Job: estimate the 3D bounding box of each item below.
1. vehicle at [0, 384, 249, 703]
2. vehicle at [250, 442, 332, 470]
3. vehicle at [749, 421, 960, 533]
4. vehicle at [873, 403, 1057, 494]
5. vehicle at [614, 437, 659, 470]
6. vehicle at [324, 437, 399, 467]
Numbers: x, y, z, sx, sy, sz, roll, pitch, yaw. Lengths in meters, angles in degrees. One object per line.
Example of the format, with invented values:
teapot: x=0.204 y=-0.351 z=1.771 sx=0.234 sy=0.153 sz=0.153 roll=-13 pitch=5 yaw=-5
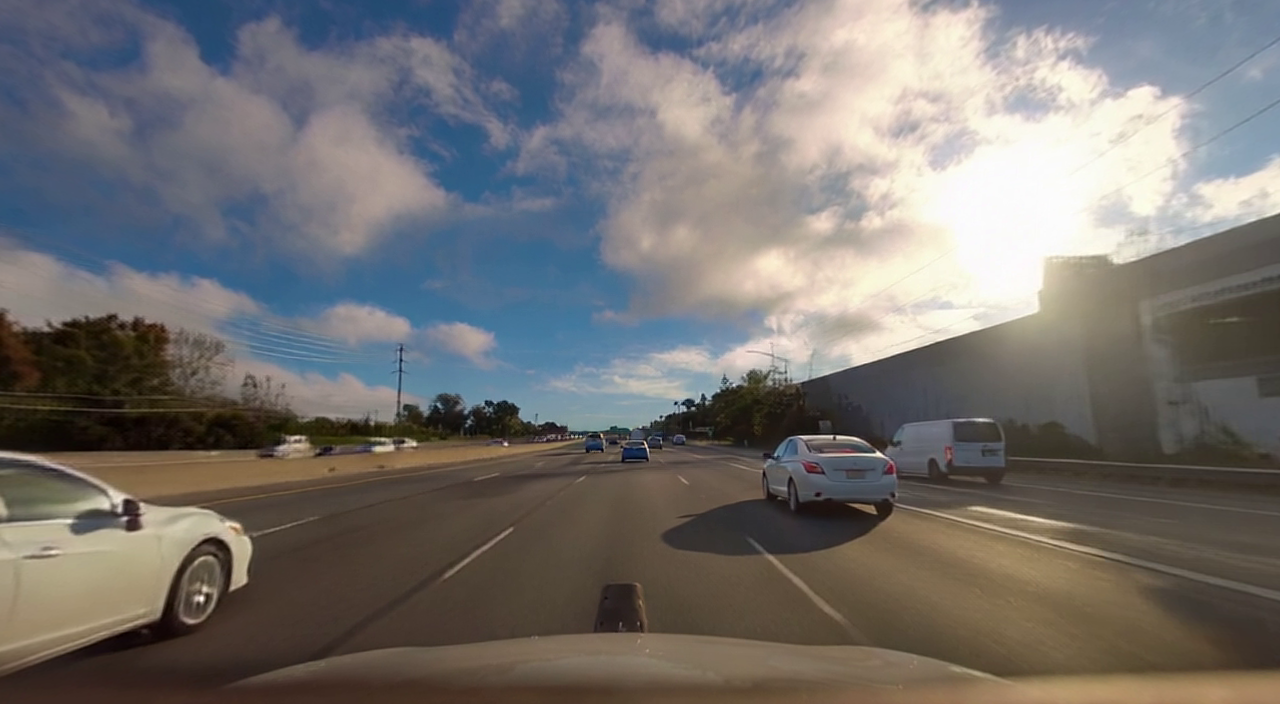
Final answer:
vehicle: x=-4.088 y=0.876 z=2.435 sx=2.251 sy=1.575 sz=4.488 roll=0 pitch=-8 yaw=0
vehicle: x=-19.722 y=5.868 z=35.816 sx=1.921 sy=1.471 sz=4.719 roll=0 pitch=-8 yaw=1
vehicle: x=3.377 y=2.064 z=11.015 sx=1.995 sy=1.533 sz=4.463 roll=0 pitch=-8 yaw=-2
vehicle: x=9.192 y=2.823 z=18.580 sx=2.349 sy=2.280 sz=5.423 roll=0 pitch=-8 yaw=-2
vehicle: x=-0.199 y=4.869 z=30.261 sx=2.019 sy=1.472 sz=3.971 roll=0 pitch=-8 yaw=-1
vehicle: x=-16.179 y=5.827 z=36.886 sx=2.034 sy=1.608 sz=4.952 roll=0 pitch=-8 yaw=1
